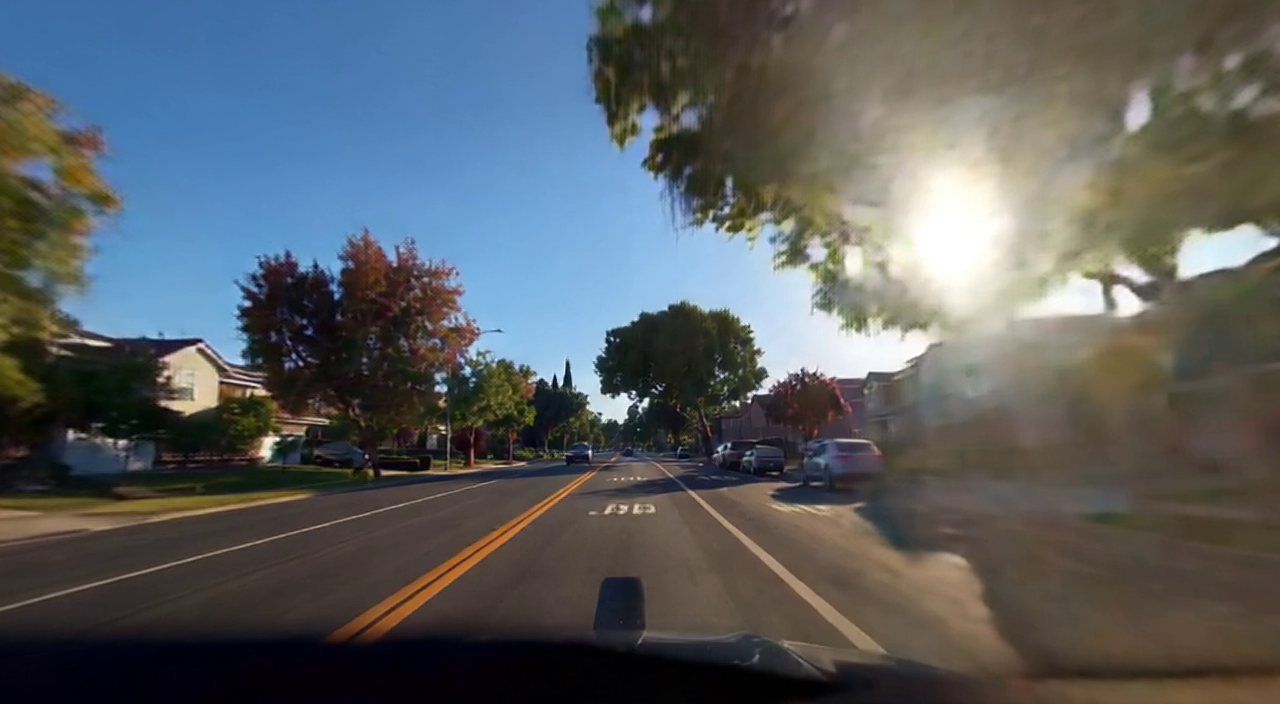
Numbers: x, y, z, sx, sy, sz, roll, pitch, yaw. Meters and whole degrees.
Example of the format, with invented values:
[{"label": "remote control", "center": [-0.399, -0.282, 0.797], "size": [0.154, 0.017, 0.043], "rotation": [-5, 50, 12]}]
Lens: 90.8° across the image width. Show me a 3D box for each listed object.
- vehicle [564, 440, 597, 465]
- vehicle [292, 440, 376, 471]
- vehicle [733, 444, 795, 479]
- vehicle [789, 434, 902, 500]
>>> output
[{"label": "vehicle", "center": [-4.603, 7.854, 49.738], "size": [2.050, 1.841, 5.290], "rotation": [0, -8, 0]}, {"label": "vehicle", "center": [-21.189, 7.174, 43.930], "size": [4.461, 2.065, 2.574], "rotation": [0, -8, -2]}, {"label": "vehicle", "center": [6.281, 5.565, 32.484], "size": [2.226, 1.682, 4.461], "rotation": [0, -8, -1]}, {"label": "vehicle", "center": [6.553, 3.692, 20.757], "size": [2.099, 1.878, 4.476], "rotation": [0, -8, -1]}]
